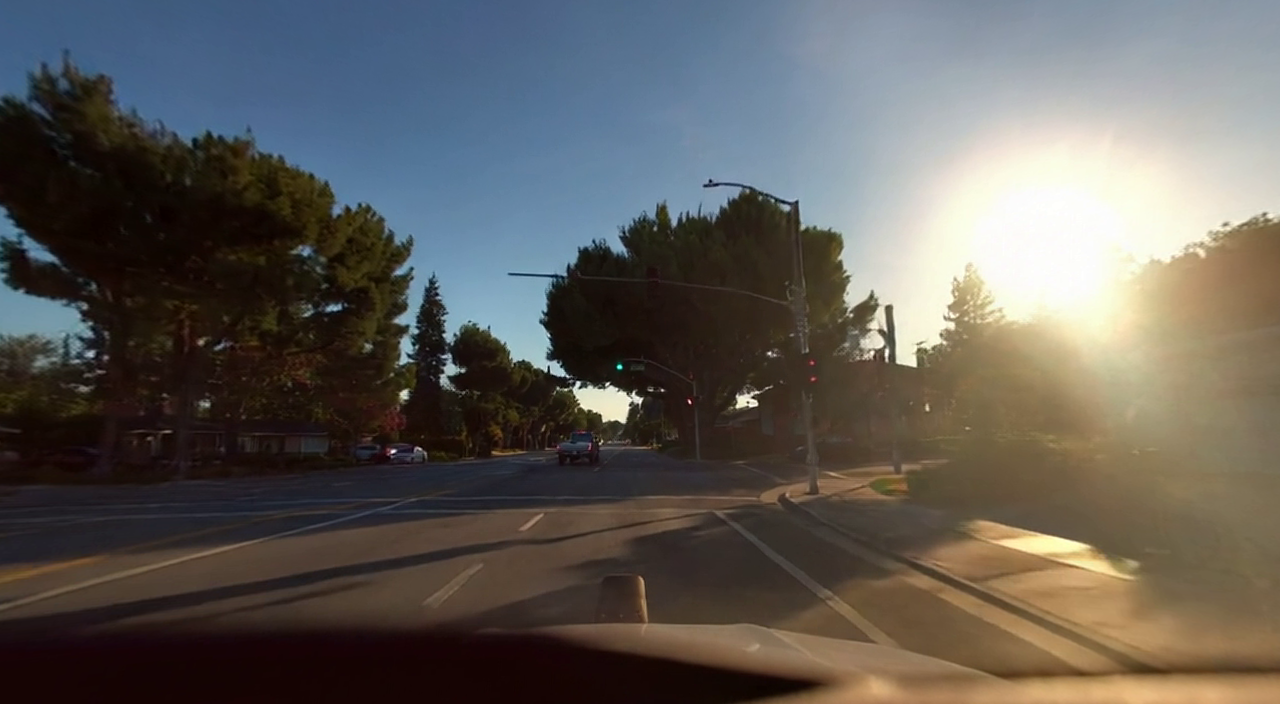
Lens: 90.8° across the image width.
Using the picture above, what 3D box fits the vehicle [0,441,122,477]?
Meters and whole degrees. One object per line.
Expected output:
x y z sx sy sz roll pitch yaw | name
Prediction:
-29.042 5.366 31.705 4.092 1.624 1.965 1 -11 -12 | vehicle

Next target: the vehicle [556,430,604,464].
-3.690 6.066 40.240 2.508 2.001 5.880 0 -9 0 | vehicle

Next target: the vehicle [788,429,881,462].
10.772 5.204 35.231 4.500 1.761 1.975 0 -9 1 | vehicle
